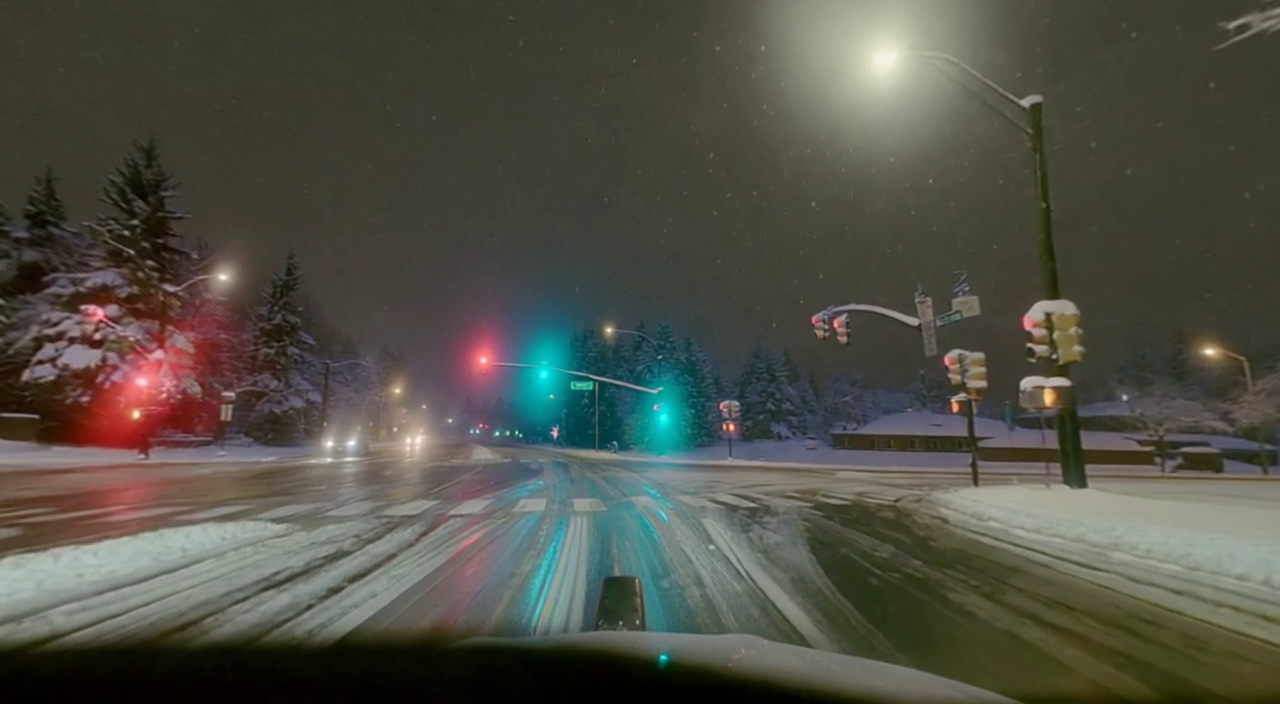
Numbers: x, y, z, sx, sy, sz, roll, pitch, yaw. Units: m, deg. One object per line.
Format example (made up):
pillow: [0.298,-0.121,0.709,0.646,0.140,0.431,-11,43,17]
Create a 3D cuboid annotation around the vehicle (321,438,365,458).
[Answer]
vehicle: [-22.778,7.368,48.601,1.918,1.432,4.433,1,-9,-10]
